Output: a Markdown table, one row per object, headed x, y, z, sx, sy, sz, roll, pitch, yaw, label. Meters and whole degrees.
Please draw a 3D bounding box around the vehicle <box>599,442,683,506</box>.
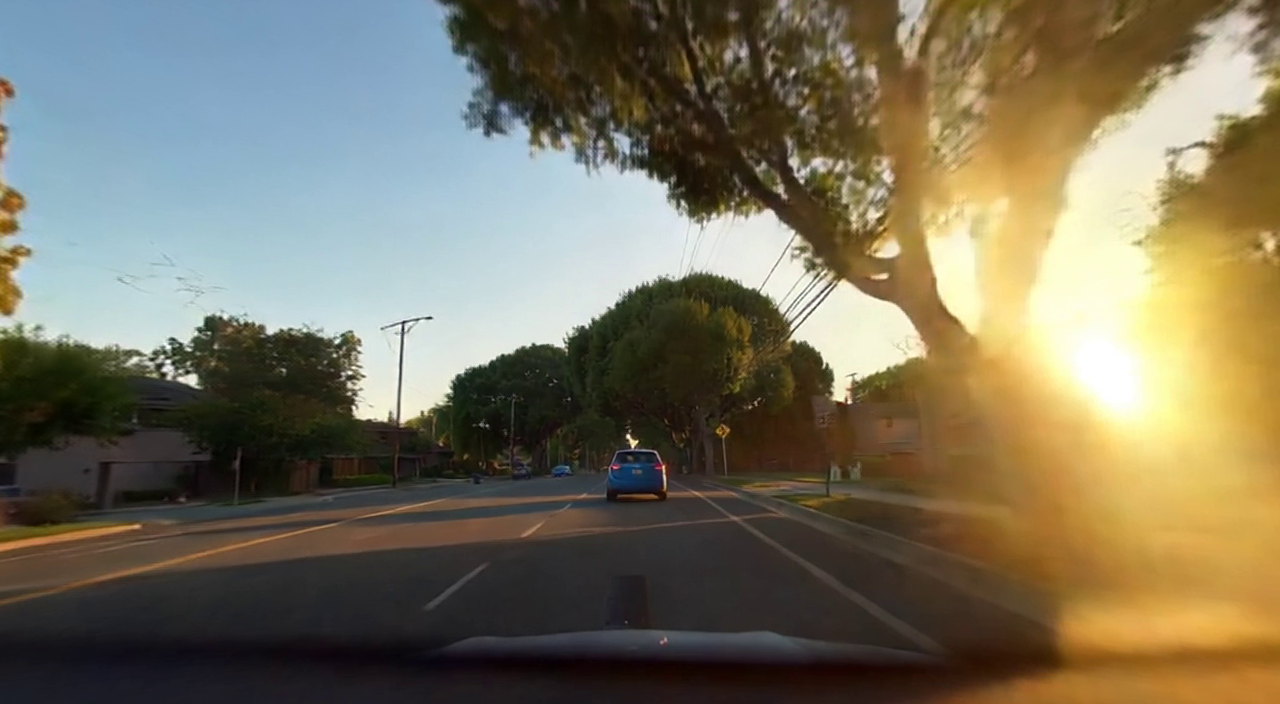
| x | y | z | sx | sy | sz | roll | pitch | yaw | label |
| --- | --- | --- | --- | --- | --- | --- | --- | --- | --- |
| 0.011 | 3.499 | 18.611 | 2.200 | 1.653 | 4.127 | 0 | -8 | 0 | vehicle |
